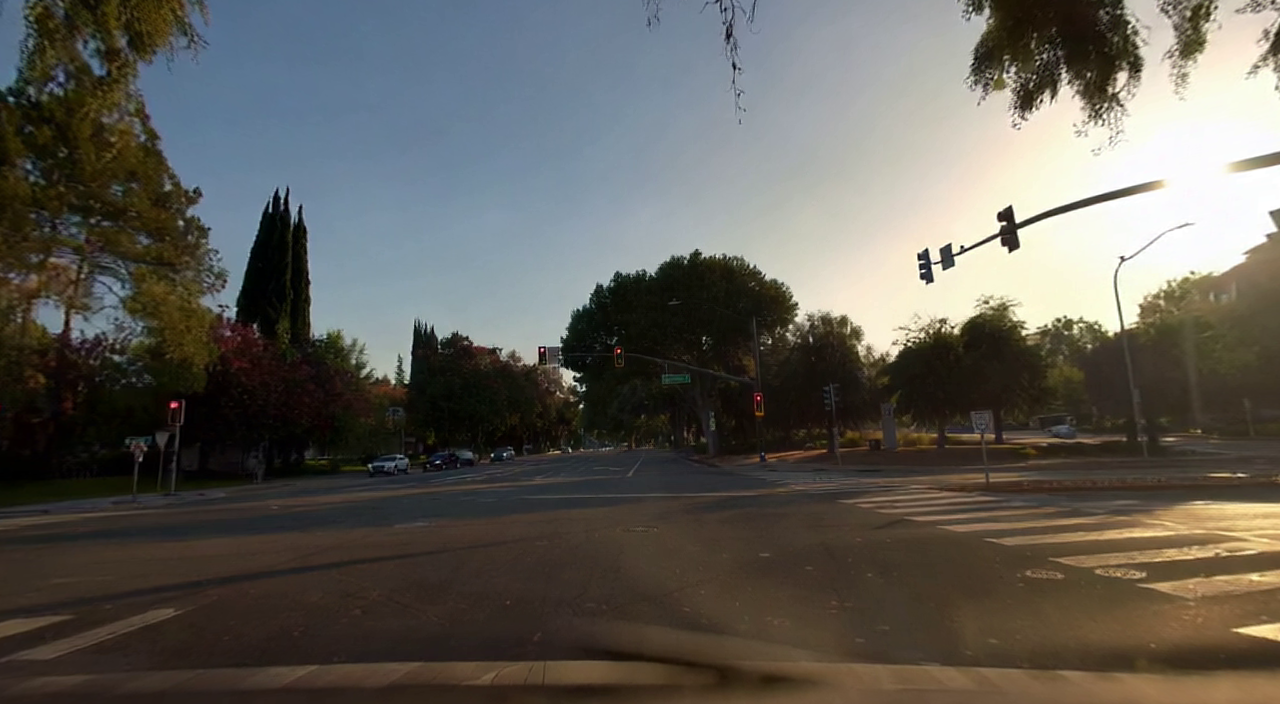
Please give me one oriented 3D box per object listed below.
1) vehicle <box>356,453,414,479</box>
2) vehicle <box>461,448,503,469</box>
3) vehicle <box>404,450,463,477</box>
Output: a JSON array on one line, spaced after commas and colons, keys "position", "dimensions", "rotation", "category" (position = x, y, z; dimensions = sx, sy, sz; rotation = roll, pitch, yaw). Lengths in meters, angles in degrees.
[{"position": [-16.108, 7.204, 40.065], "dimensions": [1.830, 1.440, 4.351], "rotation": [0, -8, 1], "category": "vehicle"}, {"position": [-11.846, 8.011, 47.549], "dimensions": [1.980, 1.452, 4.318], "rotation": [0, -8, 2], "category": "vehicle"}, {"position": [-12.497, 6.741, 38.416], "dimensions": [2.028, 1.455, 4.421], "rotation": [0, -8, 1], "category": "vehicle"}]
